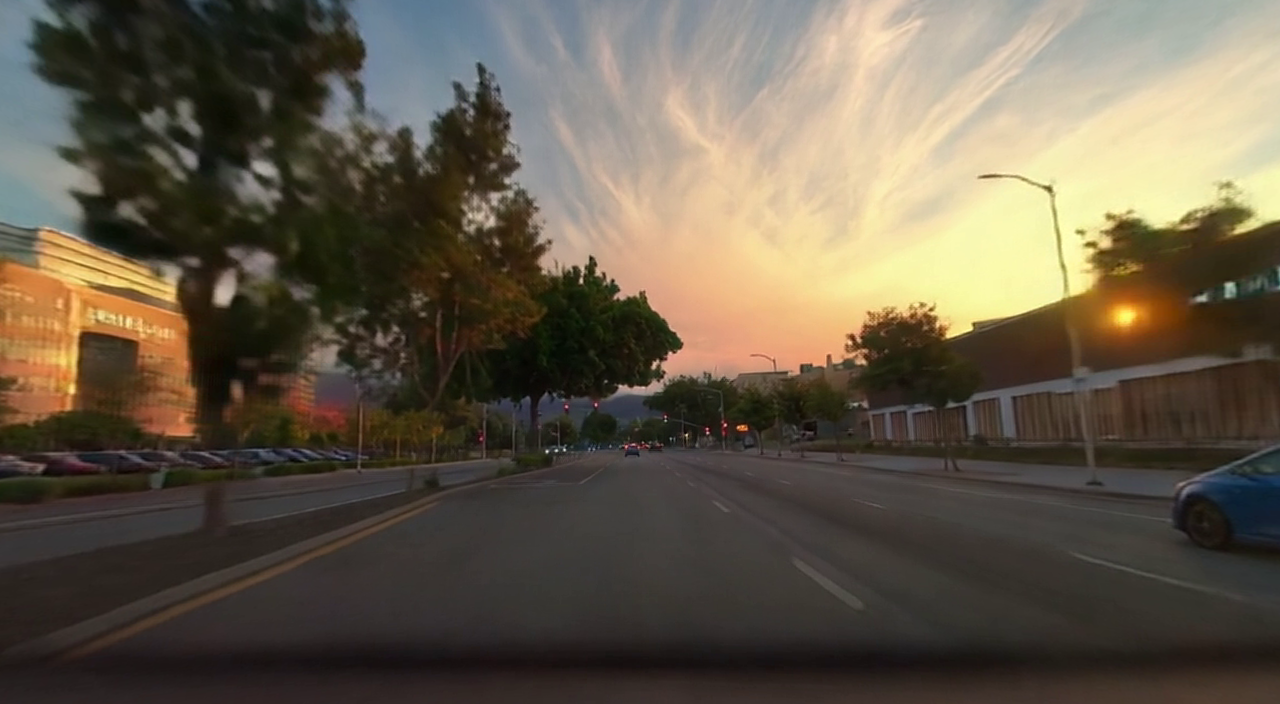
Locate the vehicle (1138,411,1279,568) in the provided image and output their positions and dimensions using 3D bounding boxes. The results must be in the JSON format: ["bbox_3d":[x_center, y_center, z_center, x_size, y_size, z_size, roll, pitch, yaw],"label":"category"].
[{"bbox_3d":[7.699,1.386,6.249,1.918,1.632,4.368,0,-8,0],"label":"vehicle"}]
